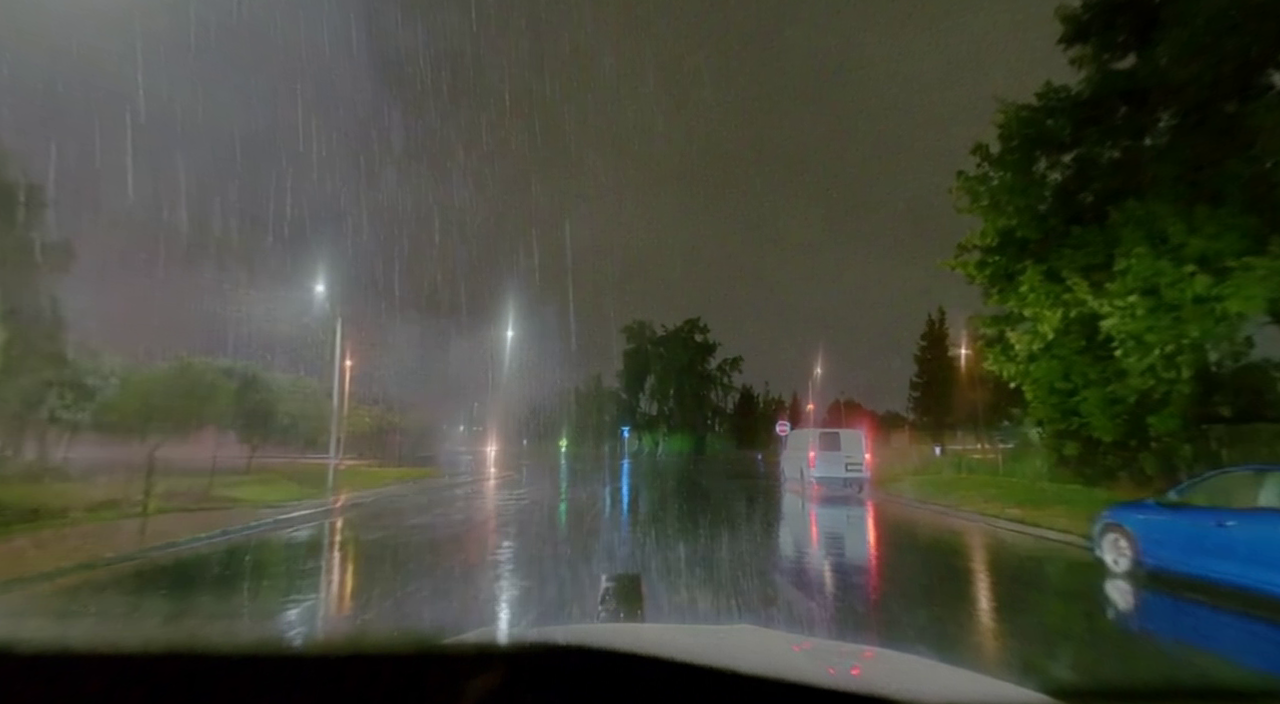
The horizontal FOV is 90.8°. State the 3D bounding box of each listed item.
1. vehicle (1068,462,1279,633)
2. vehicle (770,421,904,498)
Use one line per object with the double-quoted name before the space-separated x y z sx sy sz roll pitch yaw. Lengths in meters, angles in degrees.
"vehicle" 6.027 1.619 5.296 1.970 1.269 4.199 0 -8 1
"vehicle" 6.411 3.609 21.621 2.659 2.245 5.991 0 -8 0
